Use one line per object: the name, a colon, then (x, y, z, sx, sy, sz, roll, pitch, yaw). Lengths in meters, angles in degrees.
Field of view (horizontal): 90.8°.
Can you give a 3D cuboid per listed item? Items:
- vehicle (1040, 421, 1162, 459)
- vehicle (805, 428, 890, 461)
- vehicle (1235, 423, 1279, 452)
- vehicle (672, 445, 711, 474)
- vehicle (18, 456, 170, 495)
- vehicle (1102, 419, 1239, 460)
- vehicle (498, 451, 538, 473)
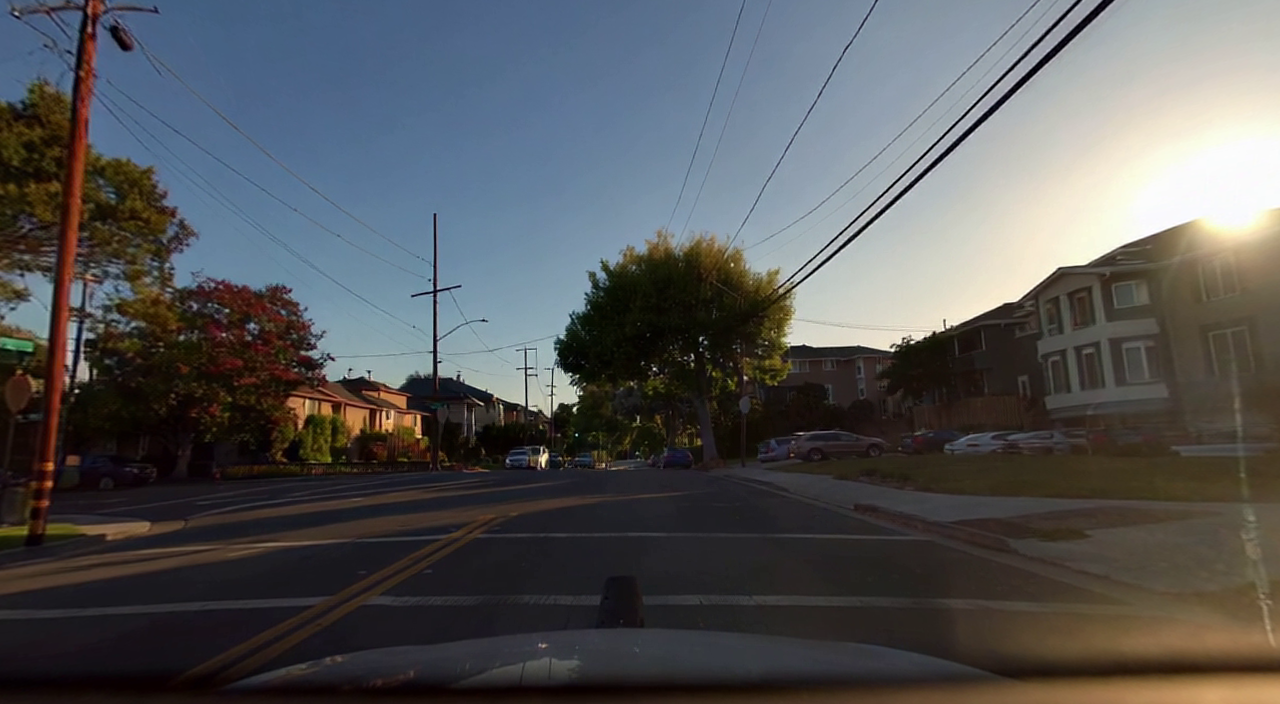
vehicle: (22.096, 4.187, 30.507, 4.320, 1.673, 1.957, -2, -5, 23)
vehicle: (11.228, 4.989, 34.072, 4.509, 1.664, 1.981, 6, -10, -35)
vehicle: (33.077, 4.450, 32.836, 3.433, 1.389, 1.683, 3, -9, -22)
vehicle: (3.245, 6.856, 40.647, 1.993, 1.755, 4.256, 0, -8, -2)
vehicle: (-22.308, 5.025, 25.935, 4.424, 1.486, 1.814, 0, -9, -2)
vehicle: (22.393, 3.747, 26.784, 4.002, 1.505, 2.061, -1, -10, -5)
vehicle: (-8.552, 7.744, 44.678, 2.066, 1.472, 4.353, 0, -8, -2)
